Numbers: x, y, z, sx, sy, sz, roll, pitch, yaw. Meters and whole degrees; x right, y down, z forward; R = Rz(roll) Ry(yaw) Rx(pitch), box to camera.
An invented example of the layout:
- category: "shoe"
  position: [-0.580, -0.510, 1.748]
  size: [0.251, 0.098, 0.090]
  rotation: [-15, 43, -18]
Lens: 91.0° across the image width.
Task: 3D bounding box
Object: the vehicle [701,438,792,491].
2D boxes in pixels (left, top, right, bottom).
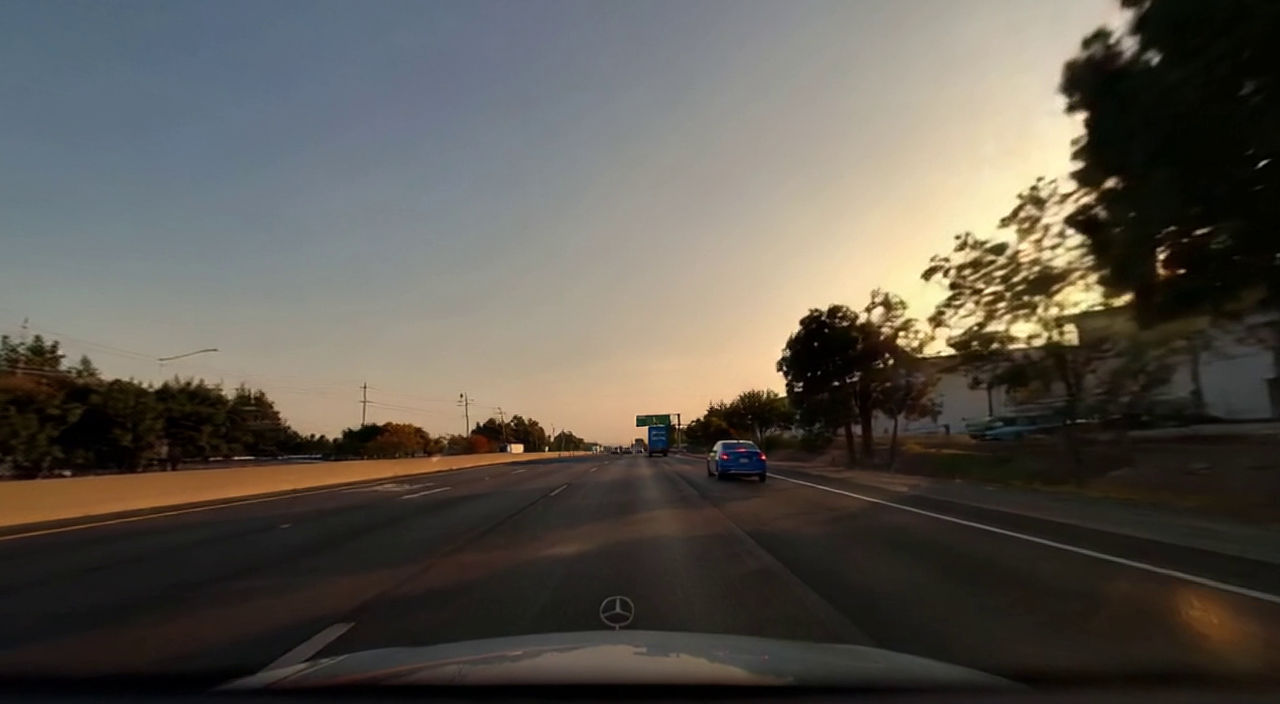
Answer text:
- category: "vehicle"
  position: [3.165, 3.430, 19.620]
  size: [2.048, 1.482, 3.956]
  rotation: [0, -8, -1]
